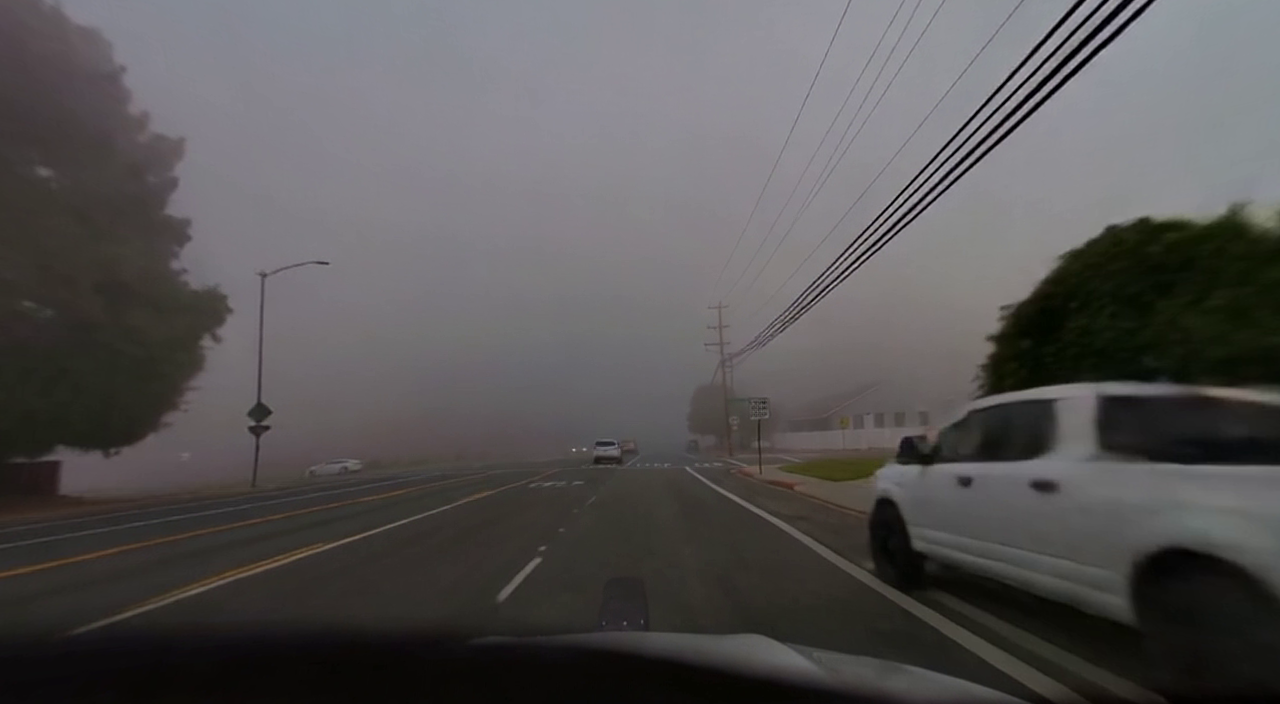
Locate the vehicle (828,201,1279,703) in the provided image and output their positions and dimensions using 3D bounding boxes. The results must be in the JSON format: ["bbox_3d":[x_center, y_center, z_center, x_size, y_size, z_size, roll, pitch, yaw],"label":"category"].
[{"bbox_3d":[3.596,0.911,4.517,2.622,2.137,6.267,2,-9,0],"label":"vehicle"}]

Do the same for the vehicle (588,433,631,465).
[{"bbox_3d":[-1.818,6.031,39.288,2.327,1.861,4.941,-1,-8,2],"label":"vehicle"}]
